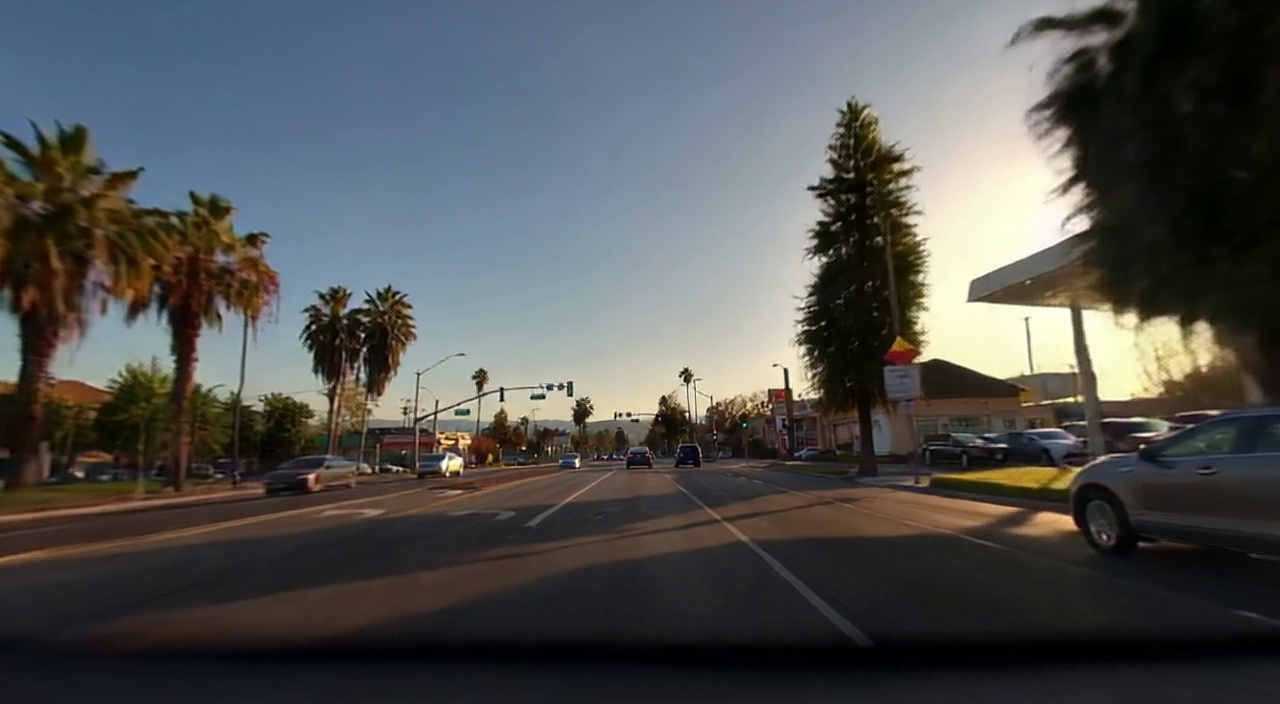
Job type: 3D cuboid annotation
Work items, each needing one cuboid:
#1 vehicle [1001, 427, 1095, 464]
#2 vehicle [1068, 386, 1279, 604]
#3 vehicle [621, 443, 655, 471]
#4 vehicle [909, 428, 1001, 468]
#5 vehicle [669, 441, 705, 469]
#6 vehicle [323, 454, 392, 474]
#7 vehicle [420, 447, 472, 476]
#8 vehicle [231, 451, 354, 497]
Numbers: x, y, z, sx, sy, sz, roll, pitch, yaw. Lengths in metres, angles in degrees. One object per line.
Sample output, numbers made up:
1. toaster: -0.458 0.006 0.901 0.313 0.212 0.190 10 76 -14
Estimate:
1. vehicle: 21.085 4.875 32.946 1.932 1.729 4.354 -1 -9 0
2. vehicle: 6.420 1.202 5.348 2.066 1.807 4.893 0 -9 -1
3. vehicle: -0.113 6.896 41.771 2.177 1.754 3.815 0 -9 0
4. vehicle: 16.033 4.916 32.496 2.144 1.816 4.688 -1 -8 -2
5. vehicle: 3.308 7.399 45.587 2.190 1.913 5.174 0 -9 0
6. vehicle: -21.881 8.690 49.075 4.469 1.459 1.972 -2 -9 12
7. vehicle: -13.137 7.420 43.122 2.111 1.791 4.542 0 -9 0
8. vehicle: -13.034 4.566 24.151 1.974 1.557 4.790 0 -9 0
